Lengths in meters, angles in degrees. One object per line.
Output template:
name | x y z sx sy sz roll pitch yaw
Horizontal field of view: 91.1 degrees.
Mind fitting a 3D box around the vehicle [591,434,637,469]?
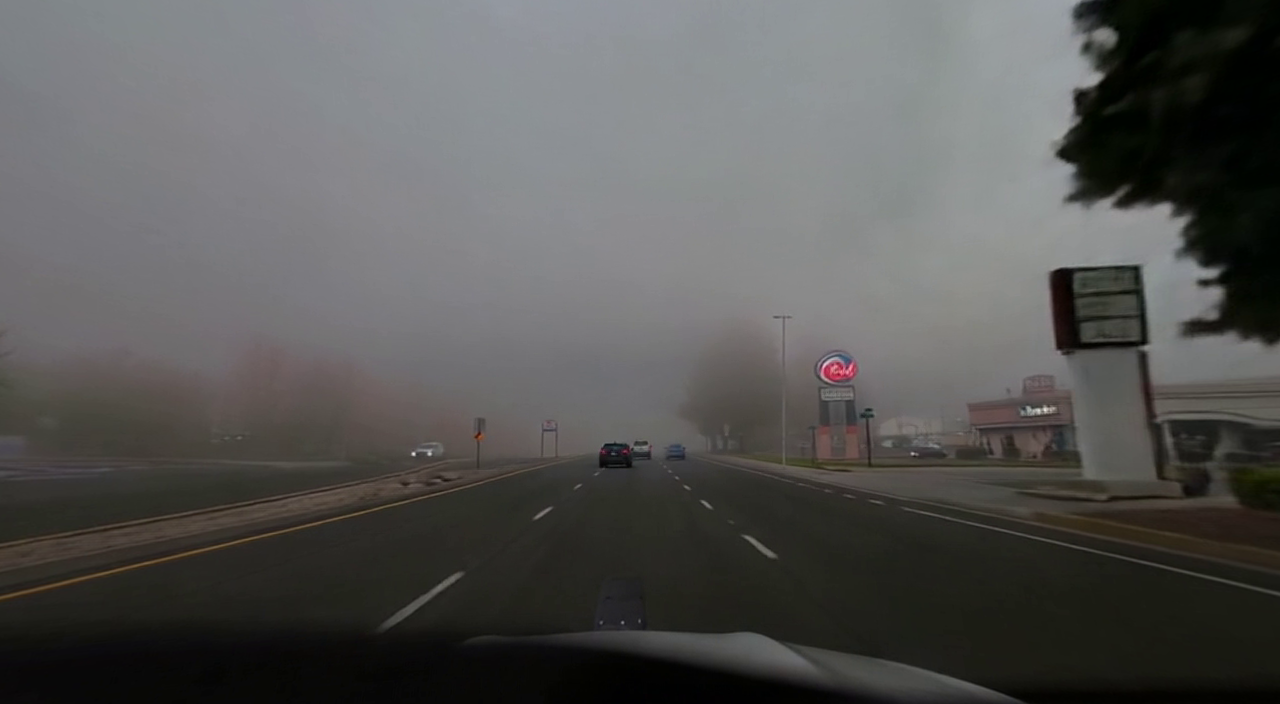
vehicle | -1.418 5.827 36.967 2.222 1.899 5.006 0 -8 3
